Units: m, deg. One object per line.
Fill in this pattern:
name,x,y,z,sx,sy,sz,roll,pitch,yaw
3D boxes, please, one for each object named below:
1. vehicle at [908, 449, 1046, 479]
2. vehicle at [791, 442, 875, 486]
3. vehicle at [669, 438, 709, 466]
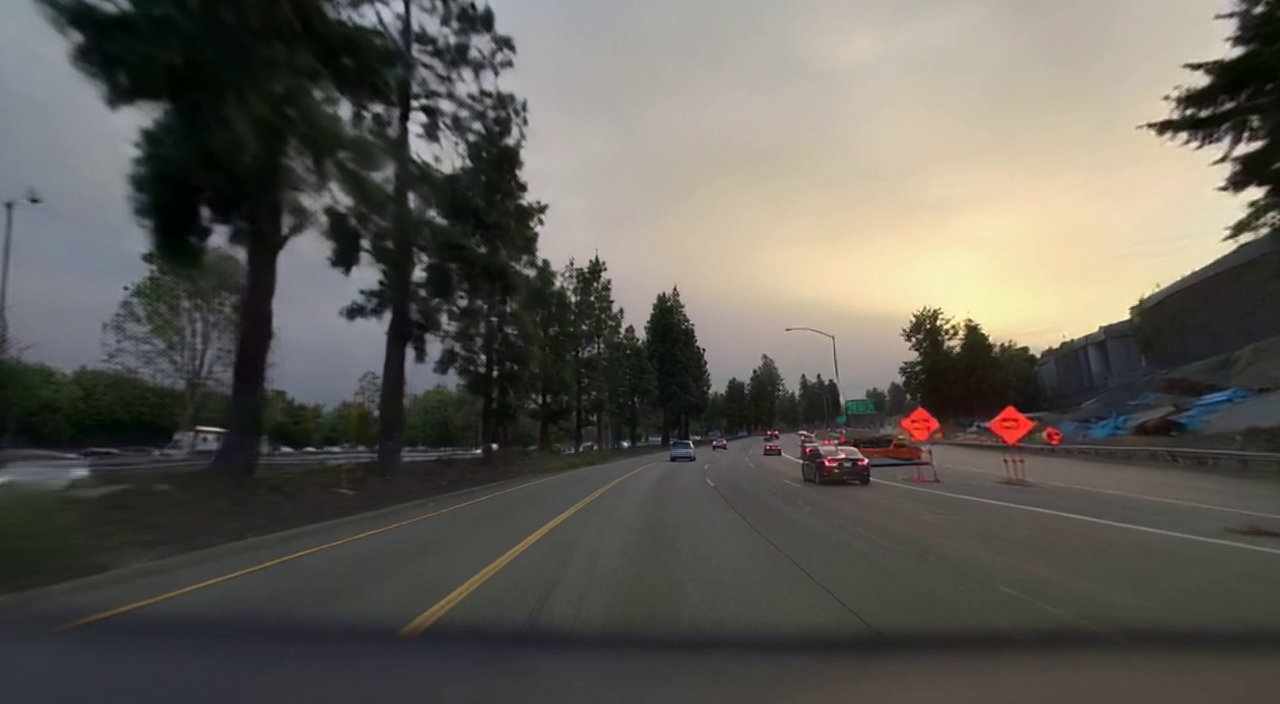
vehicle,12.937,4.323,24.722,3.503,1.020,4.269,-2,-8,9
vehicle,7.041,4.099,23.529,2.044,1.474,4.083,-1,-8,3
vehicle,3.166,6.316,40.122,2.201,1.676,4.541,-1,-8,8
